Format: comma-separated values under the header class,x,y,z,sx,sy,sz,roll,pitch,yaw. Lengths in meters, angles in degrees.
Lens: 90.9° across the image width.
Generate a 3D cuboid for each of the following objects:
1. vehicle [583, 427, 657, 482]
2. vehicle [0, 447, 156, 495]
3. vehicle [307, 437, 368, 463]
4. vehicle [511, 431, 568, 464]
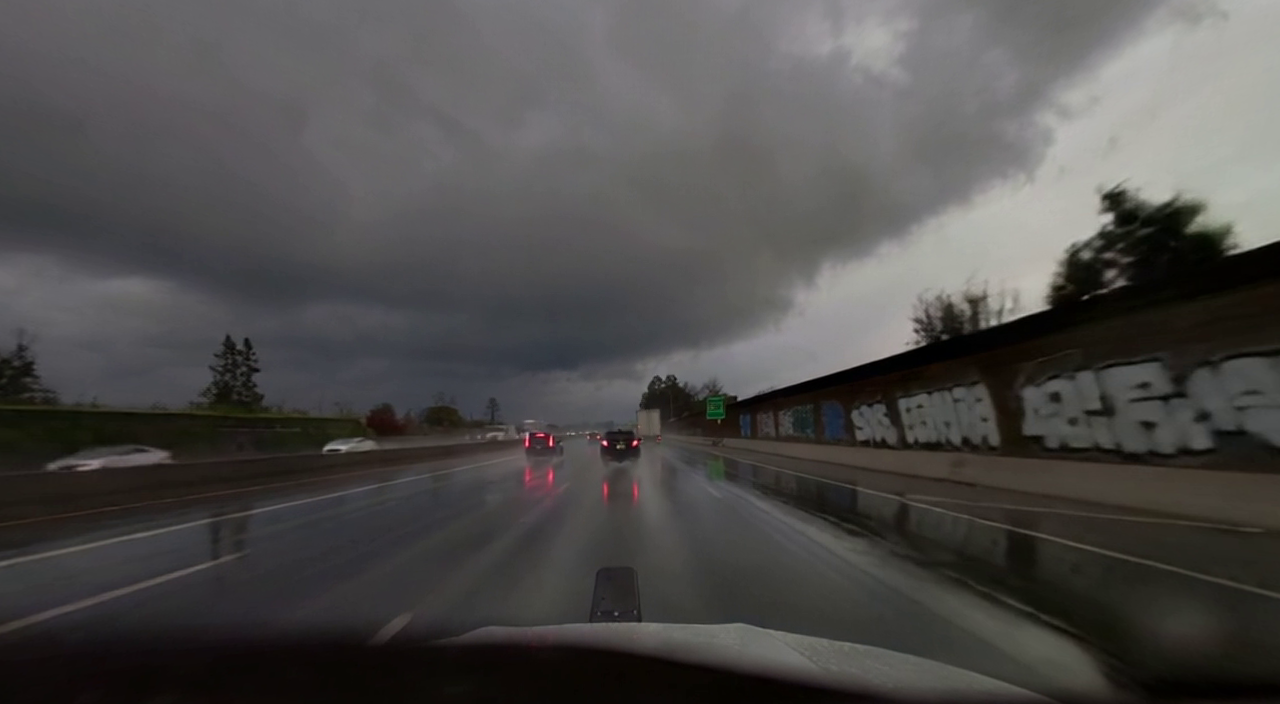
class,x,y,z,sx,sy,sz,roll,pitch,yaw
vehicle,-0.582,3.073,19.190,2.044,1.477,3.693,0,-8,-1
vehicle,-20.452,4.253,22.990,1.933,1.478,4.620,0,-8,-1
vehicle,-20.584,6.684,43.106,2.012,1.661,4.358,0,-8,-1
vehicle,-4.787,4.601,30.547,2.022,1.440,4.491,0,-8,0
